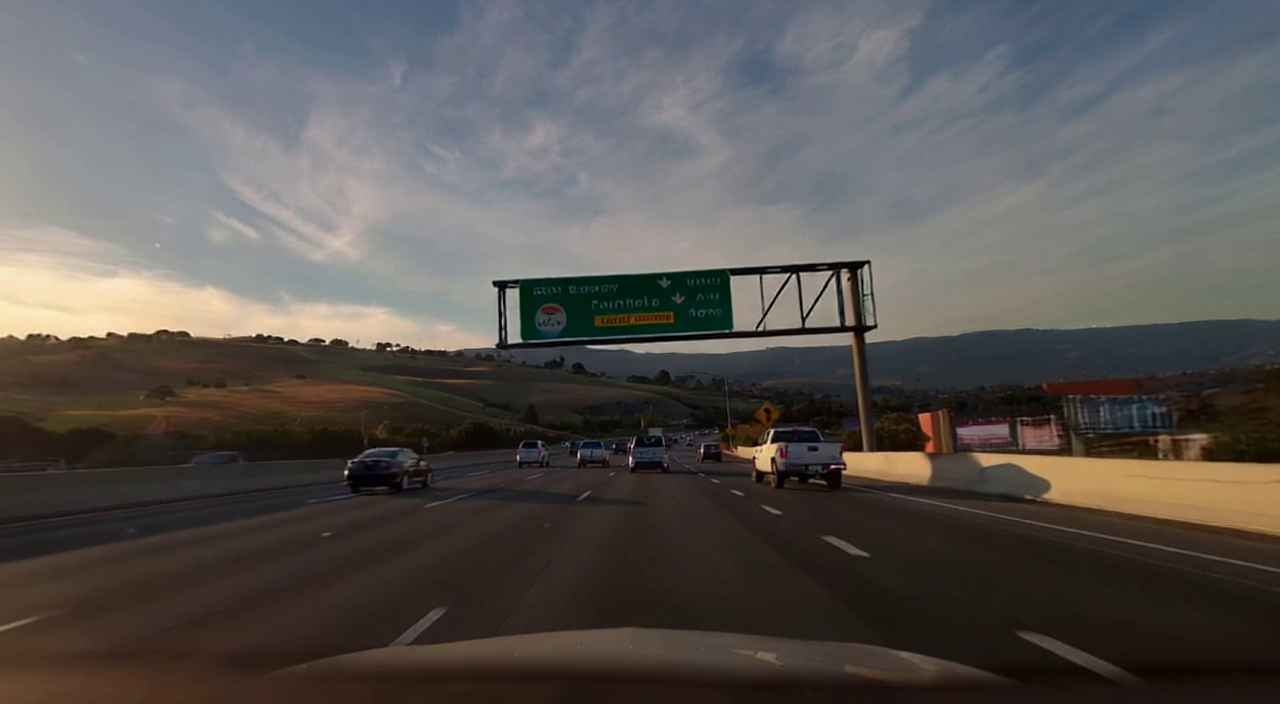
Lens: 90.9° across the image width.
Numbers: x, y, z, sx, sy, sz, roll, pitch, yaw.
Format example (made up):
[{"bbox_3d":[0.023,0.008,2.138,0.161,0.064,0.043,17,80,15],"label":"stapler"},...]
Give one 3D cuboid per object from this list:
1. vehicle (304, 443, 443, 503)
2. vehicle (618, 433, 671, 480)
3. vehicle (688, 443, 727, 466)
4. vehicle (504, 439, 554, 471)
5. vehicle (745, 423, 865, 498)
[{"bbox_3d":[-7.502,3.416,18.388,1.916,1.482,4.908,0,-8,0],"label":"vehicle"},{"bbox_3d":[0.159,4.366,26.579,2.052,1.808,3.898,0,-8,-1],"label":"vehicle"},{"bbox_3d":[4.450,6.856,42.282,1.998,1.456,4.338,0,-8,-2],"label":"vehicle"},{"bbox_3d":[-6.735,6.304,38.894,2.160,1.799,5.001,0,-8,0],"label":"vehicle"},{"bbox_3d":[4.511,3.049,18.119,2.029,1.859,4.669,0,-8,-2],"label":"vehicle"}]
